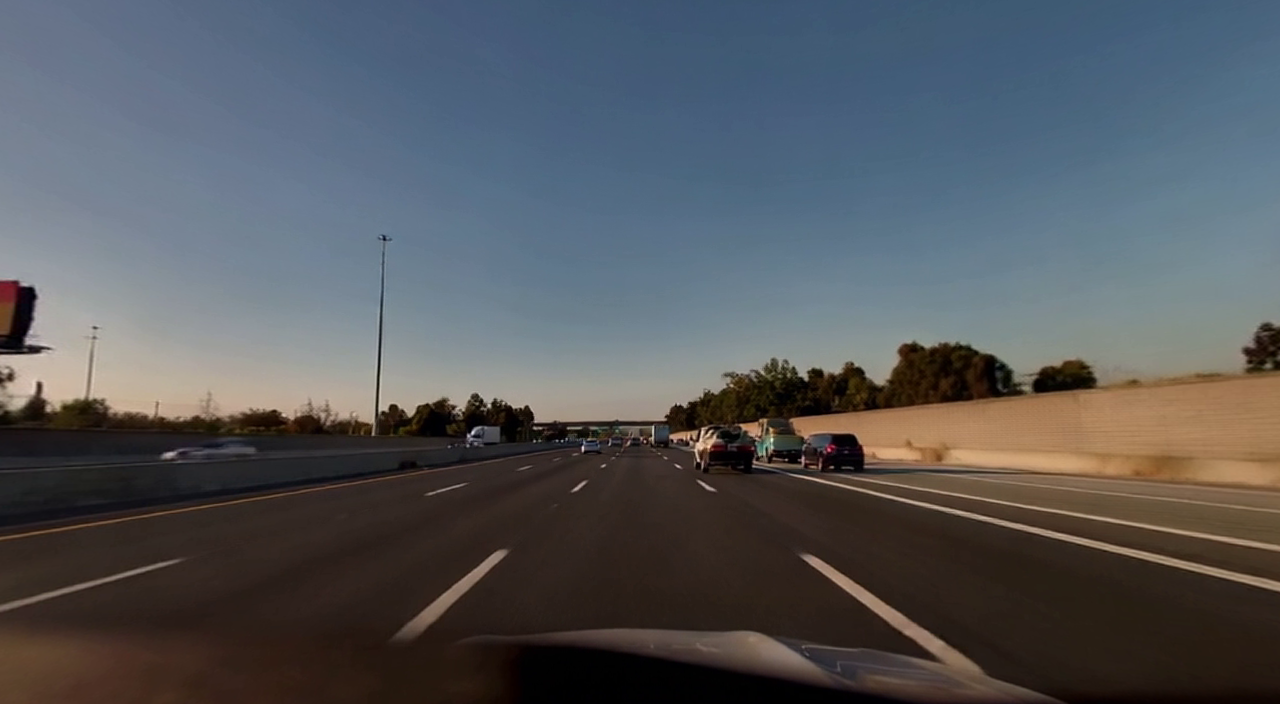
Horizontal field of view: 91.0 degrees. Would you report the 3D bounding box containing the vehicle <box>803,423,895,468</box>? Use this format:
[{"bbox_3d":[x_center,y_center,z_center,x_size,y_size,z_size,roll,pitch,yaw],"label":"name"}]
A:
[{"bbox_3d":[9.451,4.303,29.008,2.184,1.873,5.466,0,-8,-2],"label":"vehicle"}]

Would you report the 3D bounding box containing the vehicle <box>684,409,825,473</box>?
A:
[{"bbox_3d":[4.123,3.860,26.955,3.042,2.004,14.051,0,-8,-2],"label":"vehicle"}]

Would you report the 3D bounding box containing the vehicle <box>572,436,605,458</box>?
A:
[{"bbox_3d":[-3.748,7.008,46.497,2.066,1.500,4.415,0,-8,0],"label":"vehicle"}]

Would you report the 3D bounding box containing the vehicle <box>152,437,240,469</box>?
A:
[{"bbox_3d":[-21.172,4.831,30.183,1.642,1.401,3.479,-1,-8,1],"label":"vehicle"}]
